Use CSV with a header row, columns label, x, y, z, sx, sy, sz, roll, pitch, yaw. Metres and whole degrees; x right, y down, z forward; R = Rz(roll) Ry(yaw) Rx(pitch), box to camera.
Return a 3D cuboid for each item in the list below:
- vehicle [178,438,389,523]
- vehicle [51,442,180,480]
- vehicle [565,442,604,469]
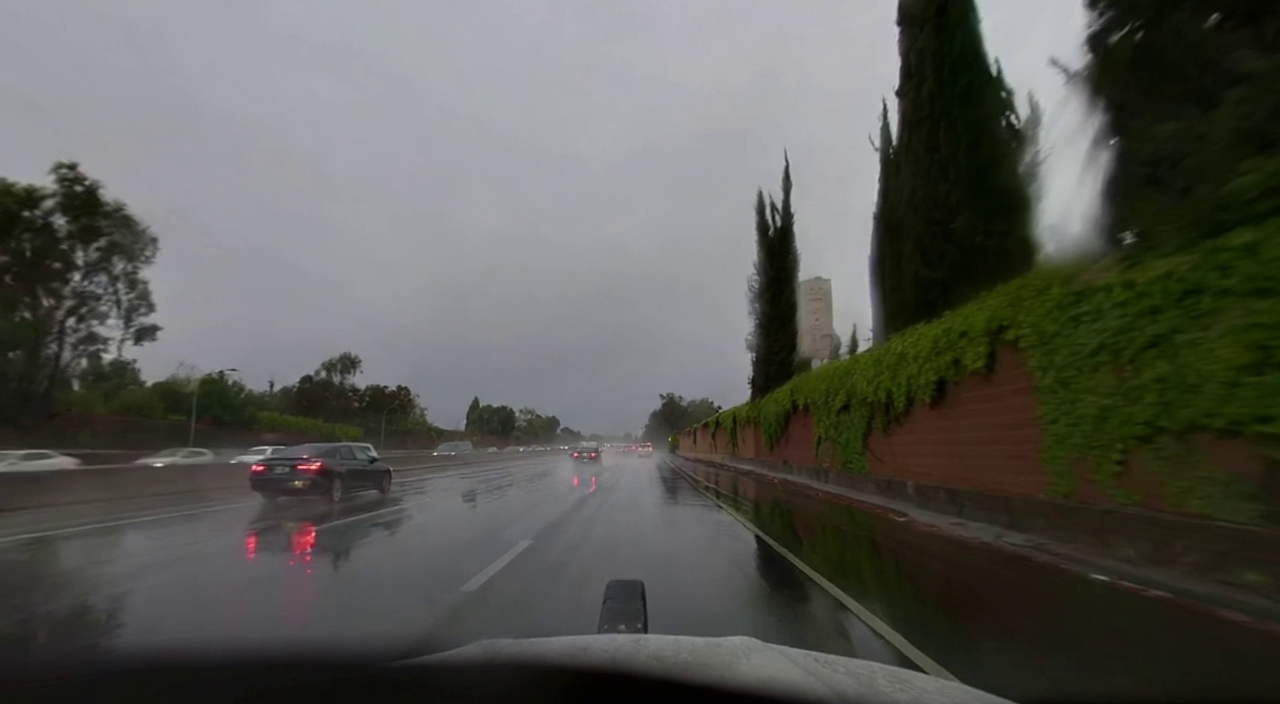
label,x,y,z,sx,sy,sz,roll,pitch,yaw
vehicle,-7.228,2.608,13.367,1.942,1.502,4.216,0,-8,1
vehicle,-24.654,5.106,29.792,1.975,1.615,4.767,0,-8,1
vehicle,-3.546,6.718,41.018,2.036,1.636,4.511,0,-8,1
